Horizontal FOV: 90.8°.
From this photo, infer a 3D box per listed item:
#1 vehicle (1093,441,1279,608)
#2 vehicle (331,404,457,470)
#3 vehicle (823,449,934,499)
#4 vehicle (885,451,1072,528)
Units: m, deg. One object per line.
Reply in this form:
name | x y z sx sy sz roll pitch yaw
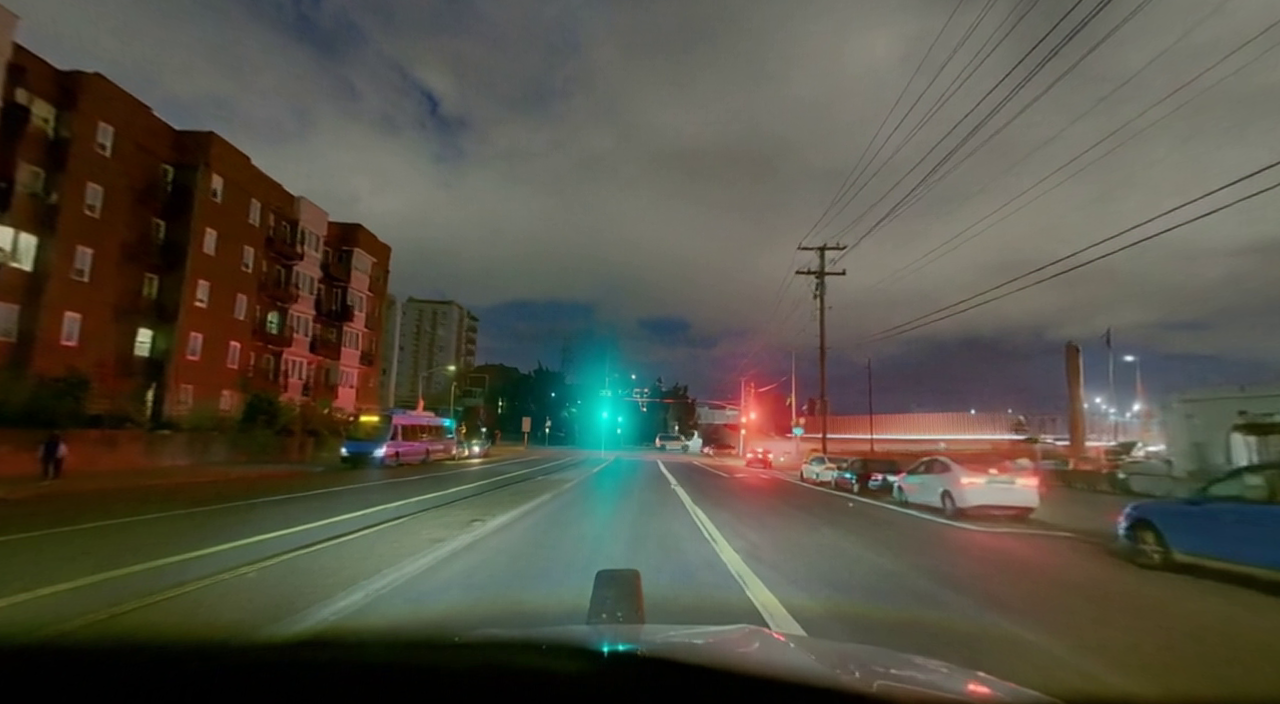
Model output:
vehicle | 7.776 1.848 6.896 2.143 1.731 4.781 0 -8 1
vehicle | -13.856 5.047 36.931 3.060 3.307 9.997 0 -8 2
vehicle | 8.037 4.124 21.838 1.996 1.473 4.740 0 -8 0
vehicle | 7.936 3.221 15.478 1.997 1.517 4.755 0 -8 1
